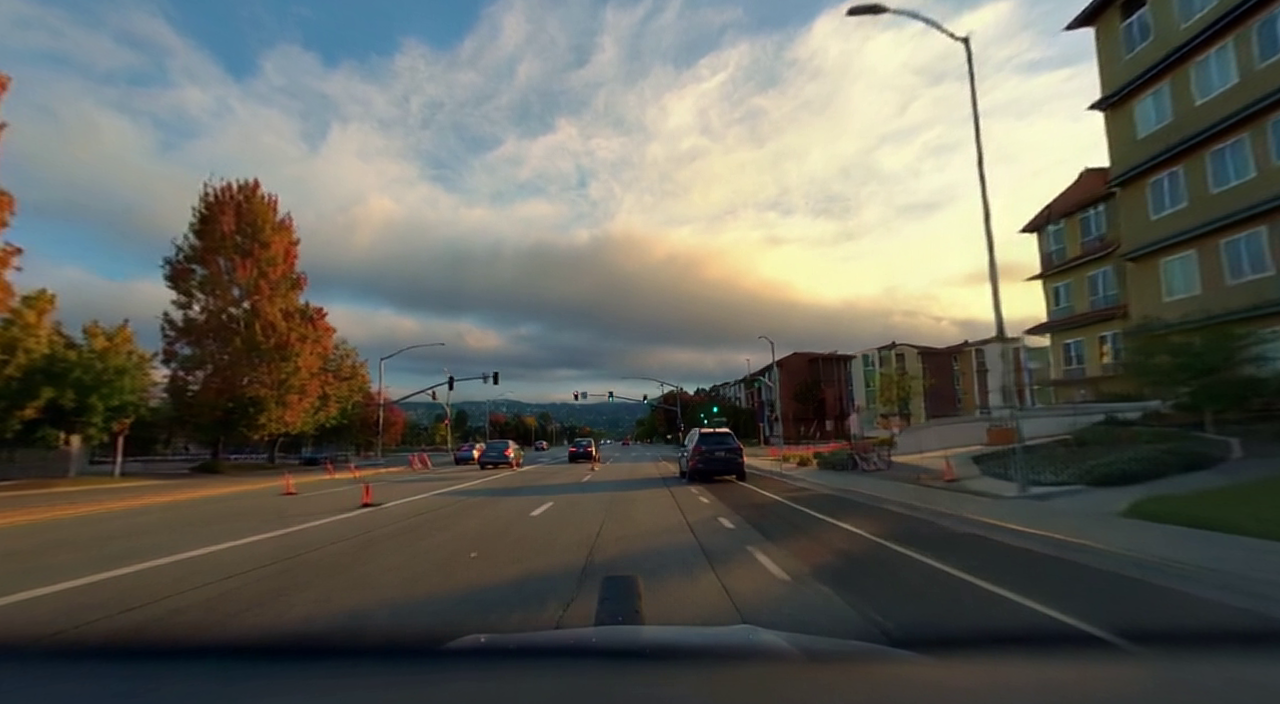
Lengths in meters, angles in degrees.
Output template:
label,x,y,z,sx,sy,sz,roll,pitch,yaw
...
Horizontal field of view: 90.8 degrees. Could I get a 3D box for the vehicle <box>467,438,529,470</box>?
label,x,y,z,sx,sy,sz,roll,pitch,yaw
vehicle,-7.038,5.104,31.760,1.928,1.488,4.635,0,-8,2

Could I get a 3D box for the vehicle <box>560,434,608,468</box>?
label,x,y,z,sx,sy,sz,roll,pitch,yaw
vehicle,-2.904,5.248,33.609,2.121,1.654,3.993,0,-8,1

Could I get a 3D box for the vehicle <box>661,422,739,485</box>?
label,x,y,z,sx,sy,sz,roll,pitch,yaw
vehicle,1.848,3.324,20.853,2.197,1.835,4.316,0,-8,1

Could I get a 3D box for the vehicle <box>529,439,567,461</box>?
label,x,y,z,sx,sy,sz,roll,pitch,yaw
vehicle,-6.511,6.970,45.142,1.993,1.492,3.666,0,-8,2
